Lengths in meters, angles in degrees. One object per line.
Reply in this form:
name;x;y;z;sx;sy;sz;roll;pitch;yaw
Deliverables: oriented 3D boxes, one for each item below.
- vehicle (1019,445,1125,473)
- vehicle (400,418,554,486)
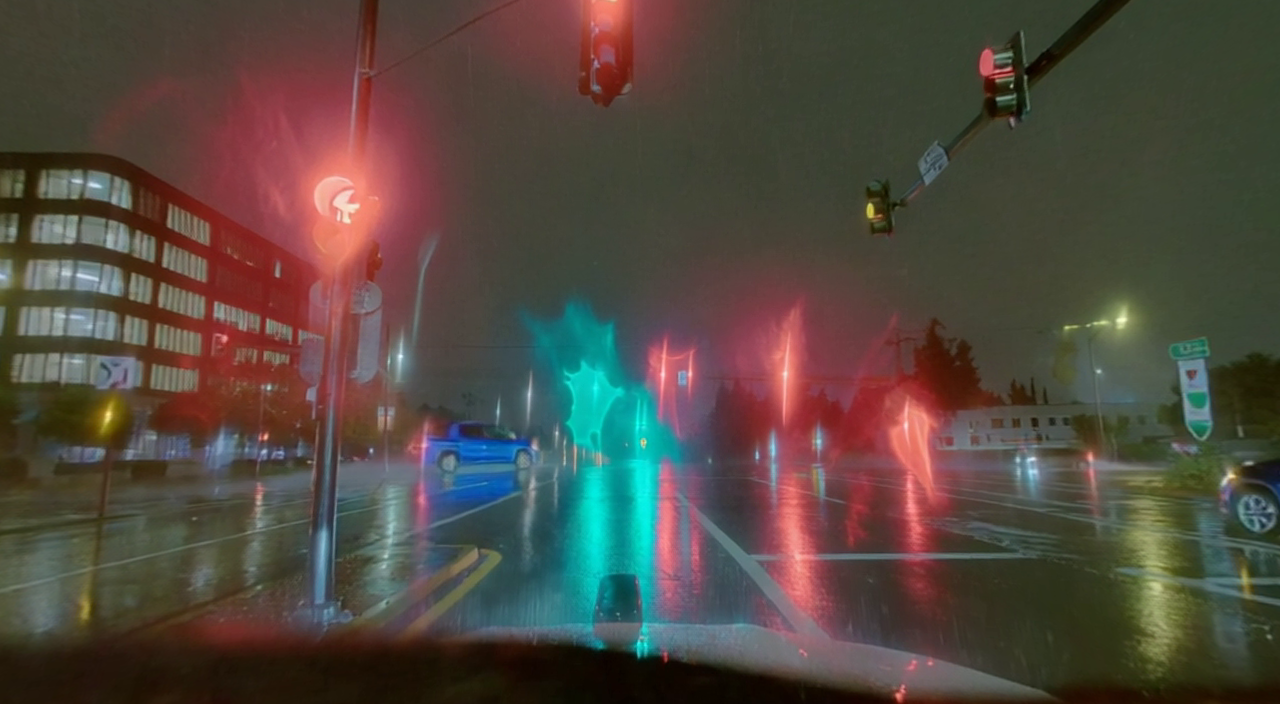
vehicle;25.286;6.270;36.801;4.736;1.542;1.966;0;-9;-2
vehicle;-8.247;5.077;32.105;7.088;3.096;2.678;5;-10;-31
